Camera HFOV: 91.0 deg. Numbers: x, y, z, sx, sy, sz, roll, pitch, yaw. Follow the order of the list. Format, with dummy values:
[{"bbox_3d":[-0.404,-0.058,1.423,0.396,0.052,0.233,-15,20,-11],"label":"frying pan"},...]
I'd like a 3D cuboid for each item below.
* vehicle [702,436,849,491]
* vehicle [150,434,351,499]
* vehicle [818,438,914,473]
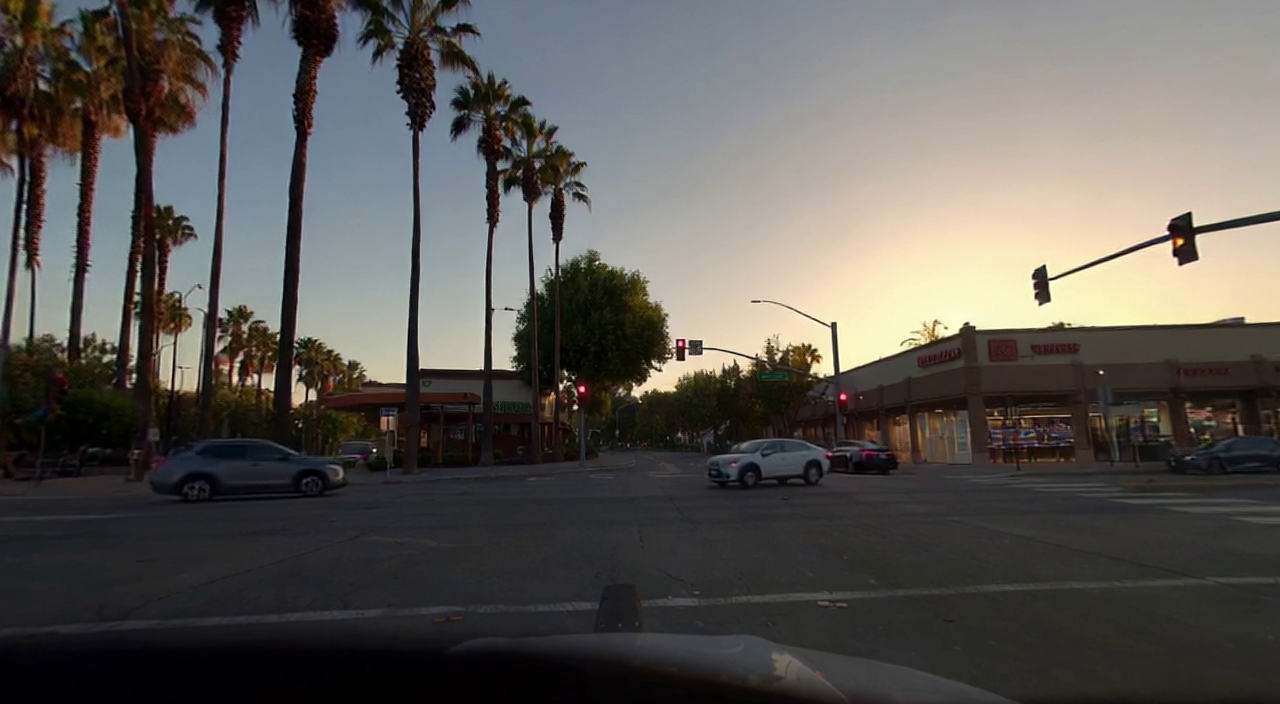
[{"bbox_3d":[4.136,3.361,19.268,4.035,1.512,1.828,4,-9,-22],"label":"vehicle"},{"bbox_3d":[-10.936,3.237,18.153,4.603,1.653,1.999,4,-9,-25],"label":"vehicle"},{"bbox_3d":[10.850,4.973,30.364,3.826,1.572,1.890,-8,-11,42],"label":"vehicle"}]
